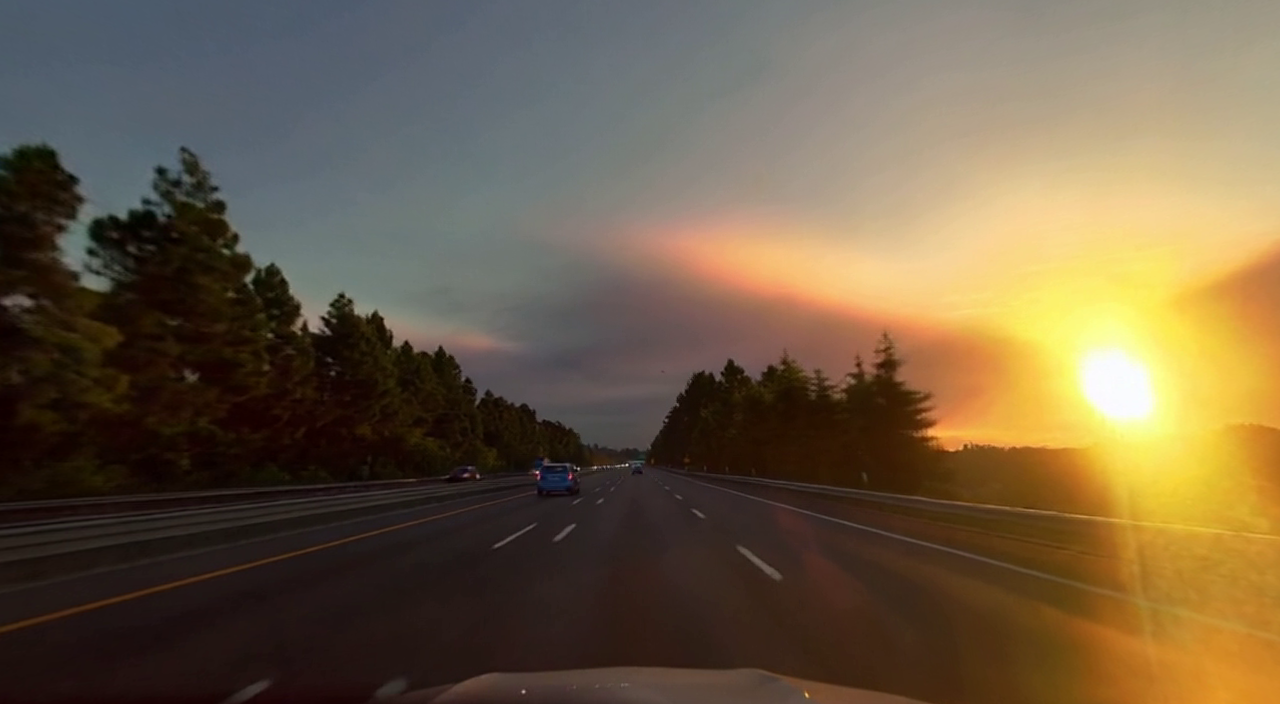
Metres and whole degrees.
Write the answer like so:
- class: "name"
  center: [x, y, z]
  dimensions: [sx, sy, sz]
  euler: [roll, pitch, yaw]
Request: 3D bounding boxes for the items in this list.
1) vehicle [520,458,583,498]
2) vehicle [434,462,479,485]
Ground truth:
- class: "vehicle"
  center: [-3.829, 5.545, 27.943]
  dimensions: [2.081, 1.586, 4.245]
  euler: [0, -10, 1]
- class: "vehicle"
  center: [-13.173, 8.724, 45.425]
  dimensions: [1.885, 1.534, 4.116]
  euler: [0, -10, 1]
